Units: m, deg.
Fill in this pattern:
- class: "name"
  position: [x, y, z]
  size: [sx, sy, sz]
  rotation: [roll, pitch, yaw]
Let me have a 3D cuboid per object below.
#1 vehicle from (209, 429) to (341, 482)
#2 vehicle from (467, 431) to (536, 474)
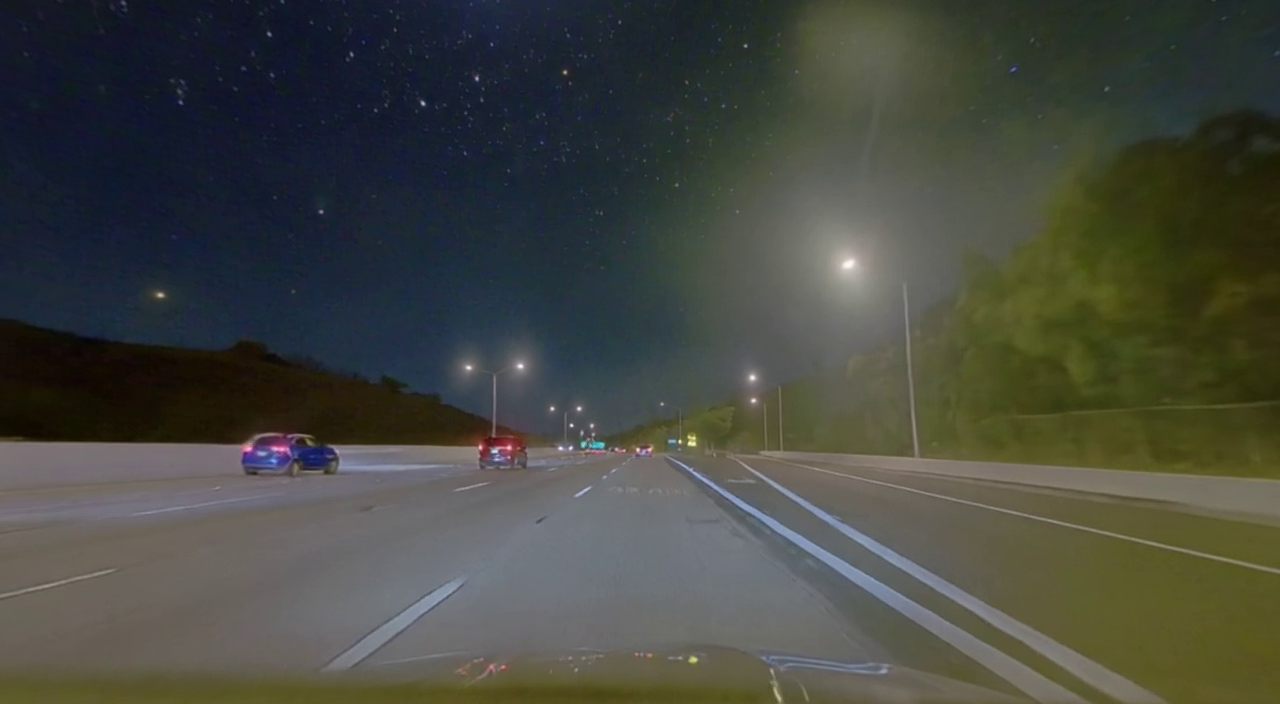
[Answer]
- class: "vehicle"
  position: [-13.821, 3.952, 24.294]
  size: [2.079, 1.822, 4.893]
  rotation: [0, -9, 1]
- class: "vehicle"
  position: [-6.696, 4.925, 30.995]
  size: [2.219, 1.947, 4.924]
  rotation: [0, -9, 1]
